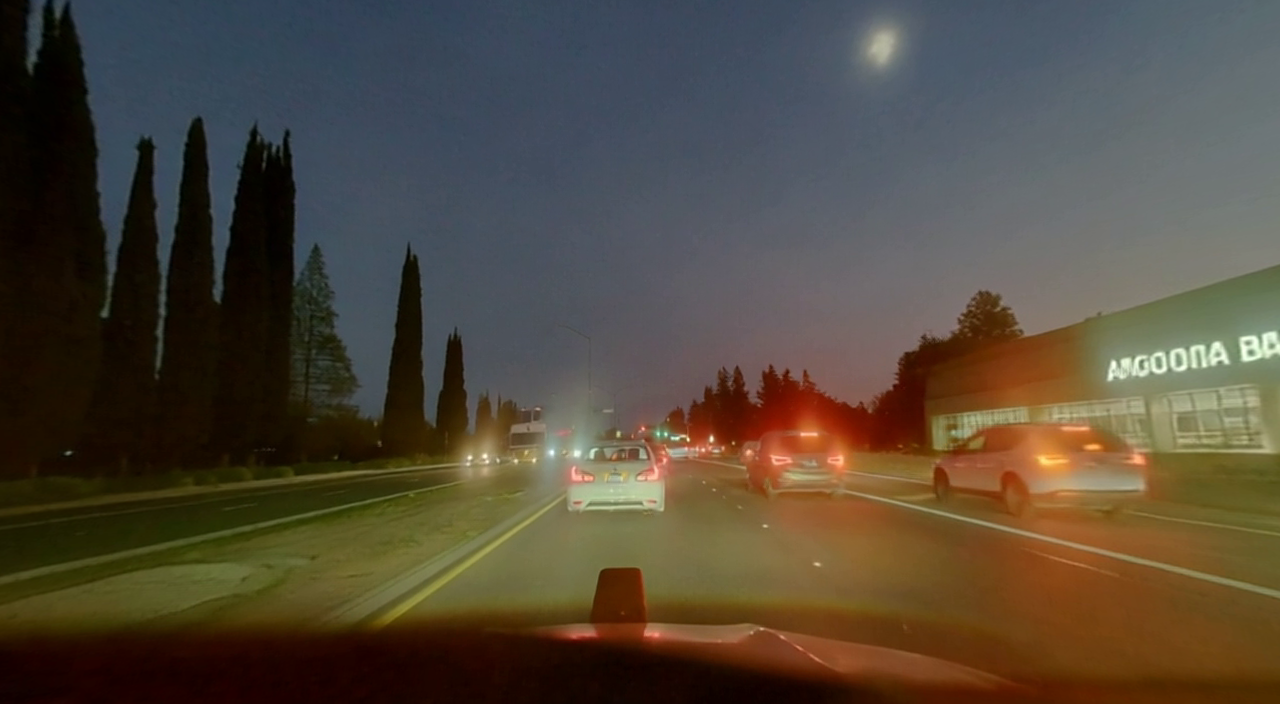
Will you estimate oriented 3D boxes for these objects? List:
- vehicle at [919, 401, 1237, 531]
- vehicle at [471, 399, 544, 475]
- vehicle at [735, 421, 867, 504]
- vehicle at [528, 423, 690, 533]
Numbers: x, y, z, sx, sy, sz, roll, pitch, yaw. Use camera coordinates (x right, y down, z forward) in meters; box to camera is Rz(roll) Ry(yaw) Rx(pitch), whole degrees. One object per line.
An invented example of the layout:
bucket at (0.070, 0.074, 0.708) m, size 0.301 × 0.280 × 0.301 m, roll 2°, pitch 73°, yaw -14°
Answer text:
vehicle at (7.680, 2.079, 11.976) m, size 2.425 × 1.936 × 5.081 m, roll 0°, pitch -8°, yaw 1°
vehicle at (-8.053, 5.338, 39.082) m, size 3.043 × 4.303 × 6.343 m, roll 0°, pitch -8°, yaw 1°
vehicle at (3.814, 2.719, 15.831) m, size 2.090 × 1.763 × 4.560 m, roll 0°, pitch -8°, yaw 0°
vehicle at (-0.437, 2.116, 11.102) m, size 2.315 × 1.563 × 4.080 m, roll 0°, pitch -8°, yaw 0°
